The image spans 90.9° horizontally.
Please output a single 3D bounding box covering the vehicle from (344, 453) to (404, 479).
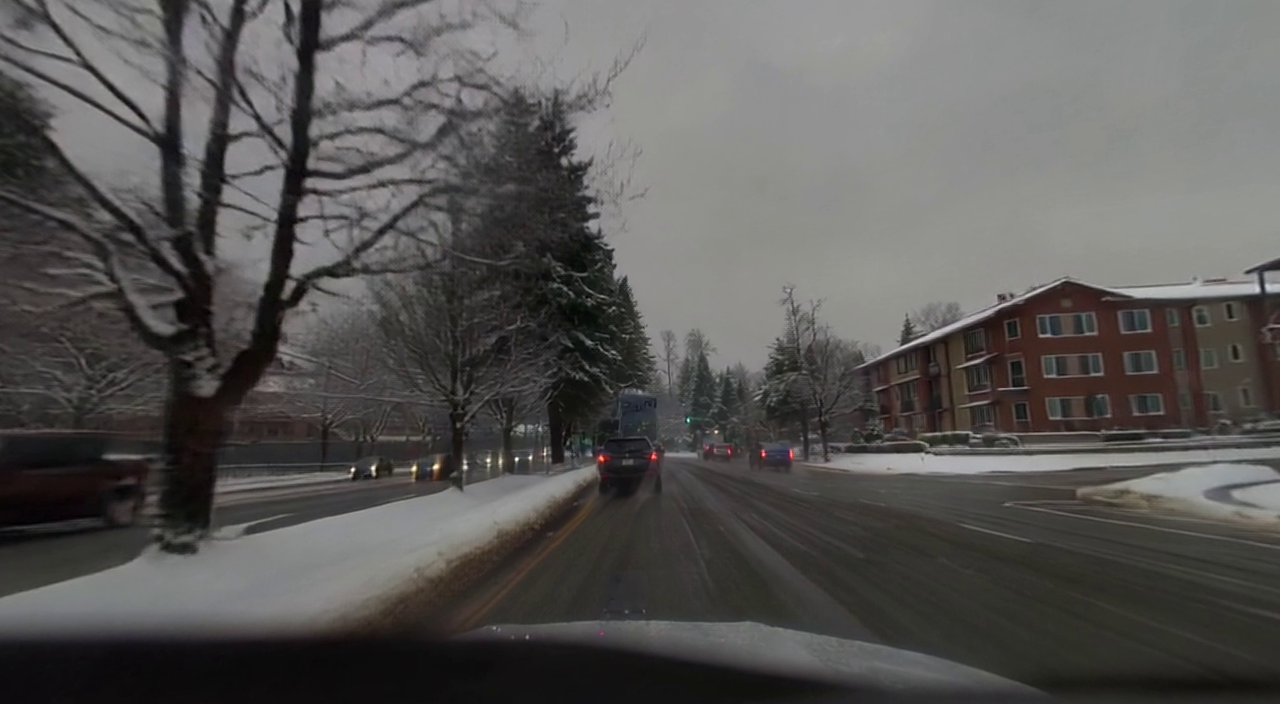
[{"bbox_3d":[-20.411,8.765,48.639,2.056,1.822,5.400,-1,-9,3],"label":"vehicle"}]

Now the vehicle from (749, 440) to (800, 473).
[{"bbox_3d":[7.522,5.899,35.643,1.971,1.722,4.341,0,-9,1],"label":"vehicle"}]

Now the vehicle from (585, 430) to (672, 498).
[{"bbox_3d":[-0.312,3.373,19.360,2.332,1.798,4.546,0,-9,0],"label":"vehicle"}]

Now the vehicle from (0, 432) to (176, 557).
[{"bbox_3d":[-10.933,2.232,9.942,2.238,1.906,6.264,-1,-9,2],"label":"vehicle"}]

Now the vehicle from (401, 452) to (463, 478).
[{"bbox_3d":[-13.141,7.148,40.169,2.198,1.550,4.824,-1,-9,2],"label":"vehicle"}]
